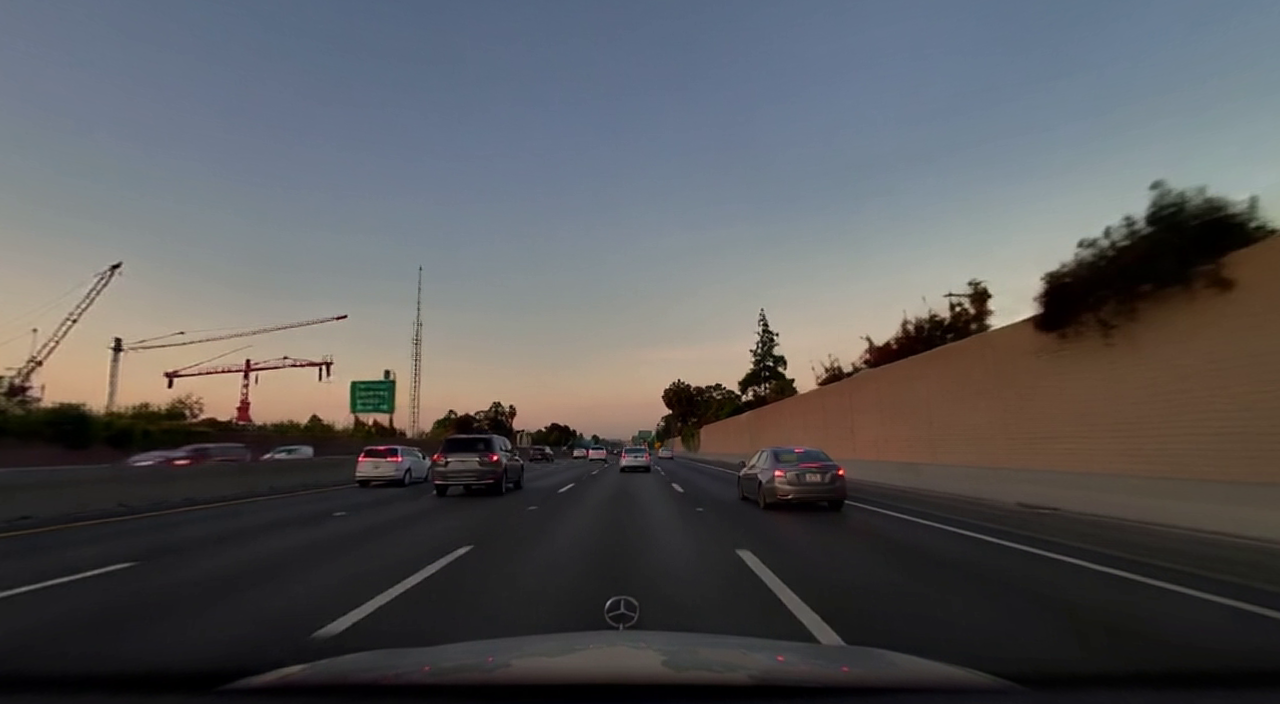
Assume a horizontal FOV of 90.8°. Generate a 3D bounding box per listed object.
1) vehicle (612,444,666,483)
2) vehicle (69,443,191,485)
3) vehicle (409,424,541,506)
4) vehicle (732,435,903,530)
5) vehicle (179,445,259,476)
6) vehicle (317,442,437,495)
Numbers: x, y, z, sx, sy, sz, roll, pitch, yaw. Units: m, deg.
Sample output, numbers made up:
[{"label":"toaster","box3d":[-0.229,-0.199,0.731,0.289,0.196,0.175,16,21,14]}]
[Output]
[{"label":"vehicle","box3d":[-0.082,4.548,26.084,2.045,1.452,4.040,0,-8,-1]},{"label":"vehicle","box3d":[-23.311,5.093,29.132,1.918,1.777,4.381,0,-8,0]},{"label":"vehicle","box3d":[-3.950,2.793,16.025,2.121,1.775,4.335,0,-8,0]},{"label":"vehicle","box3d":[3.185,2.428,12.422,1.917,1.507,4.540,0,-8,-2]},{"label":"vehicle","box3d":[-27.338,7.000,41.229,1.888,1.878,4.705,0,-8,0]},{"label":"vehicle","box3d":[-8.168,3.629,20.104,1.908,1.476,4.342,0,-8,0]}]
